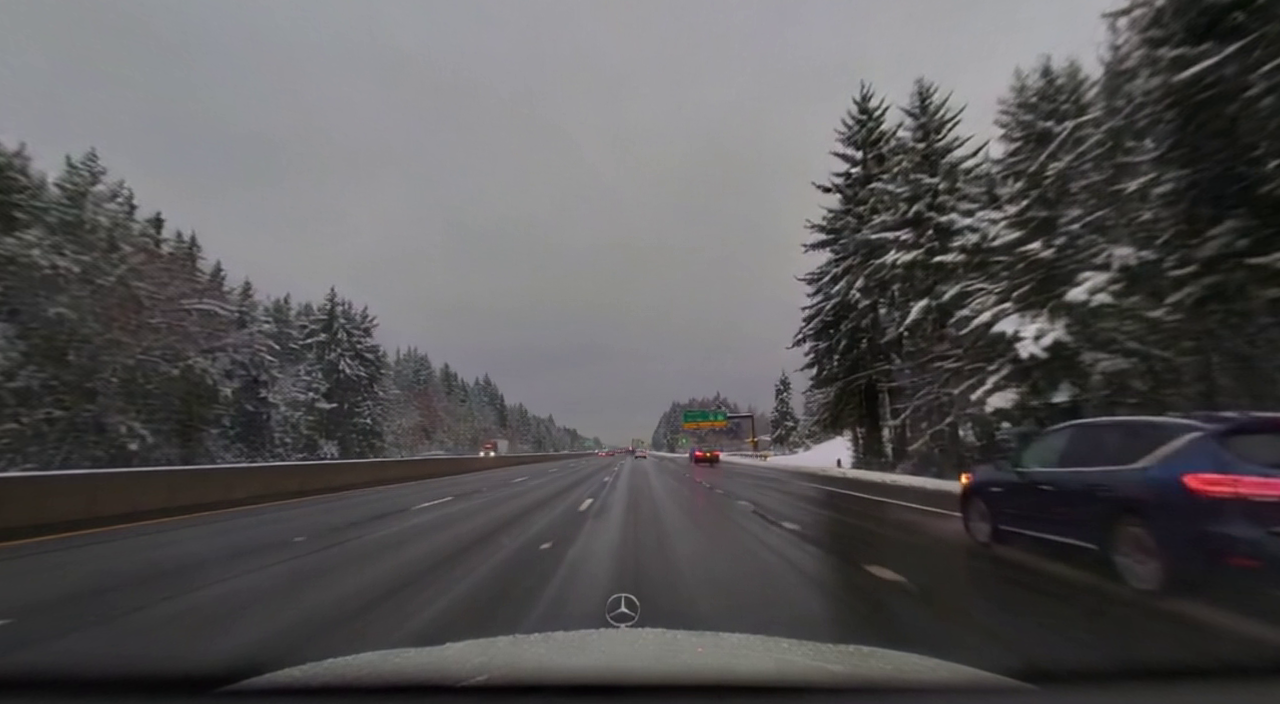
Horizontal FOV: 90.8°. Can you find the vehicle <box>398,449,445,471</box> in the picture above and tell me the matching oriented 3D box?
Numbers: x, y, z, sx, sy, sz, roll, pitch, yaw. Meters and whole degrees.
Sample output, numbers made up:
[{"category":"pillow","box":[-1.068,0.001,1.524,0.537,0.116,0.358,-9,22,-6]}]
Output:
[{"category":"vehicle","box":[-15.616,7.746,45.347,1.863,1.472,4.351,0,-9,0]}]

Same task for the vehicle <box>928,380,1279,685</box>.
[{"category":"vehicle","box":[4.345,1.210,5.006,1.929,1.604,4.478,0,-9,-1]}]

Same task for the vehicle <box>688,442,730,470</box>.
[{"category":"vehicle","box":[4.386,6.666,40.671,2.096,1.712,4.697,0,-9,-1]}]
